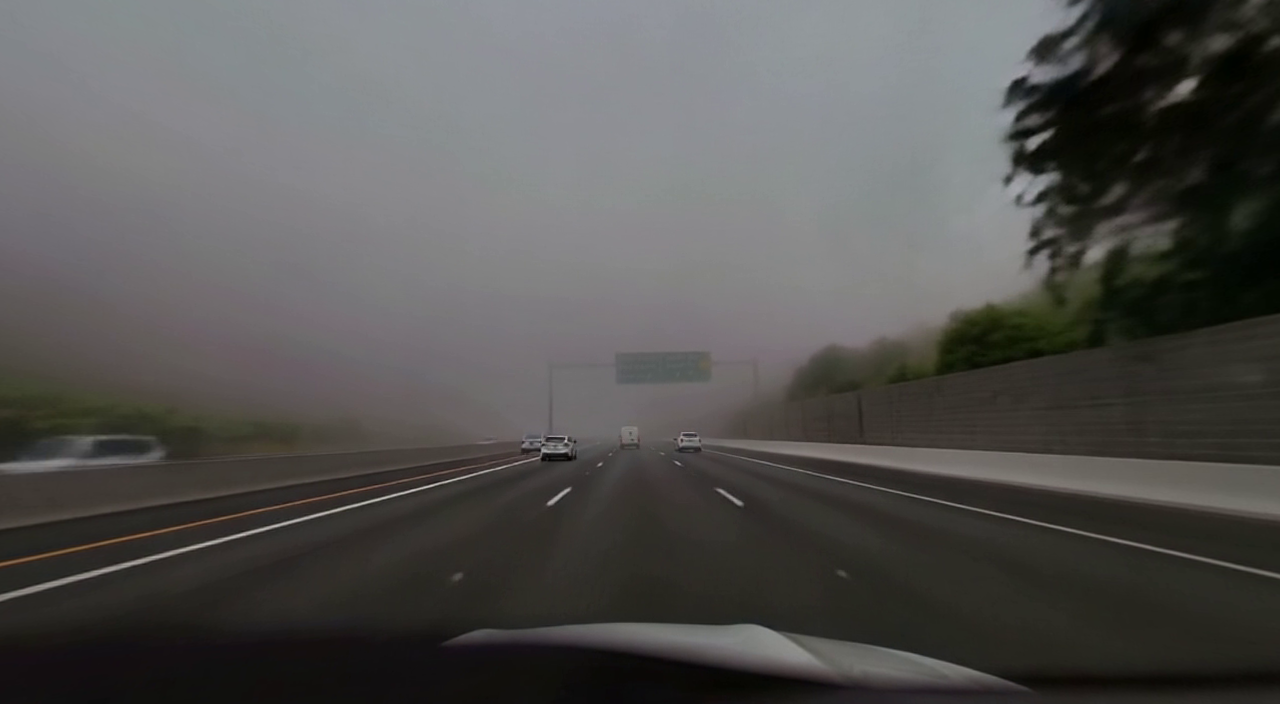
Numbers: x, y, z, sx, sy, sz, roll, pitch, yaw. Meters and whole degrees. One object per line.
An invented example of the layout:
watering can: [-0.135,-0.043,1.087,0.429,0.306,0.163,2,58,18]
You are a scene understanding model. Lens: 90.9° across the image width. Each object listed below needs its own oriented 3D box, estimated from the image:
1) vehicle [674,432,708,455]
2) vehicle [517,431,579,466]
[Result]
vehicle: [3.390,6.159,42.332,1.806,1.469,3.681,0,-8,-2]
vehicle: [-4.097,4.356,28.732,2.204,1.486,4.121,0,-8,0]
